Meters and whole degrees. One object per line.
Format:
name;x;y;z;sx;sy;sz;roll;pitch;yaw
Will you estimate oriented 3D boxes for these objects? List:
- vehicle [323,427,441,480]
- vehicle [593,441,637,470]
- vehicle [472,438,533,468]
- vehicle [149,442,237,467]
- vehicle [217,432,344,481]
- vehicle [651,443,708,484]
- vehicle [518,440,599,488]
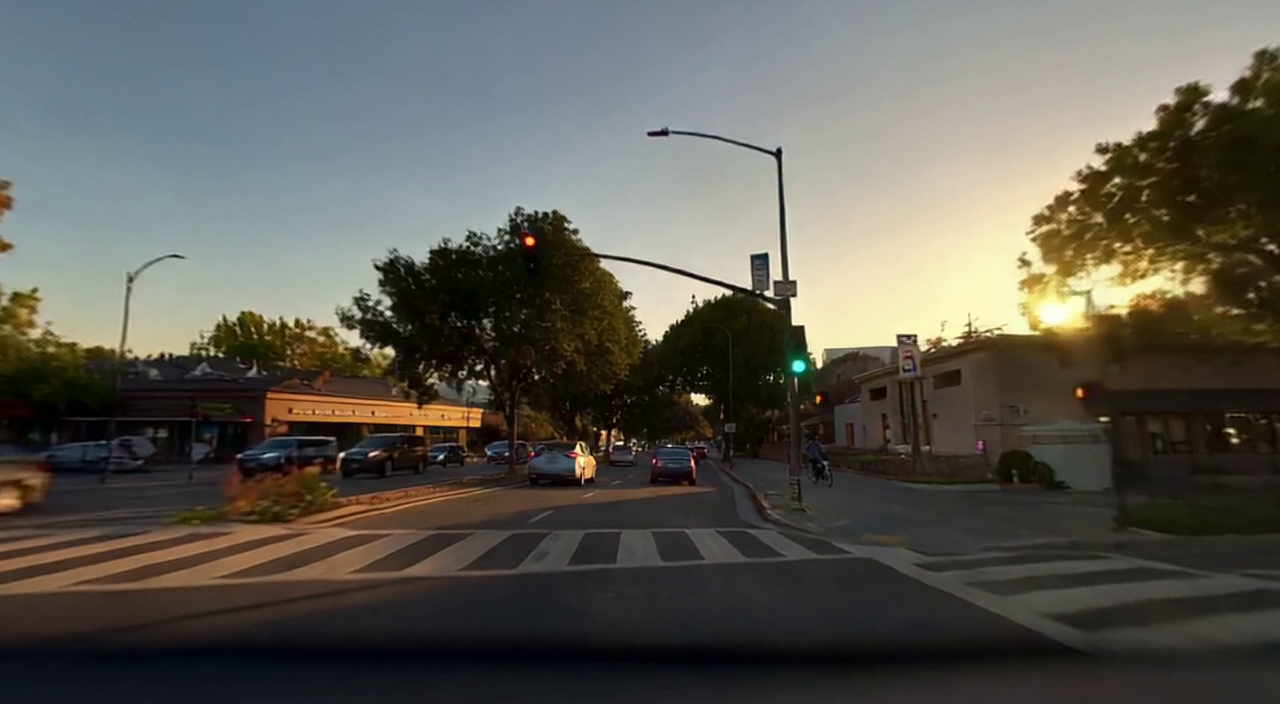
vehicle;-10.055;4.013;25.172;2.221;1.856;4.847;-1;-8;6
vehicle;-1.354;5.874;35.957;1.887;1.517;4.254;-1;-8;6
vehicle;-8.213;6.069;38.238;2.175;1.684;4.475;-1;-9;8
vehicle;-28.195;6.468;40.089;1.939;1.483;4.657;-1;-8;4
vehicle;-13.727;4.015;24.523;1.961;1.731;4.450;-1;-8;6
vehicle;1.570;4.427;25.397;2.085;1.475;3.976;-1;-8;3
vehicle;-2.640;3.738;21.437;1.921;1.477;4.083;-1;-8;4
